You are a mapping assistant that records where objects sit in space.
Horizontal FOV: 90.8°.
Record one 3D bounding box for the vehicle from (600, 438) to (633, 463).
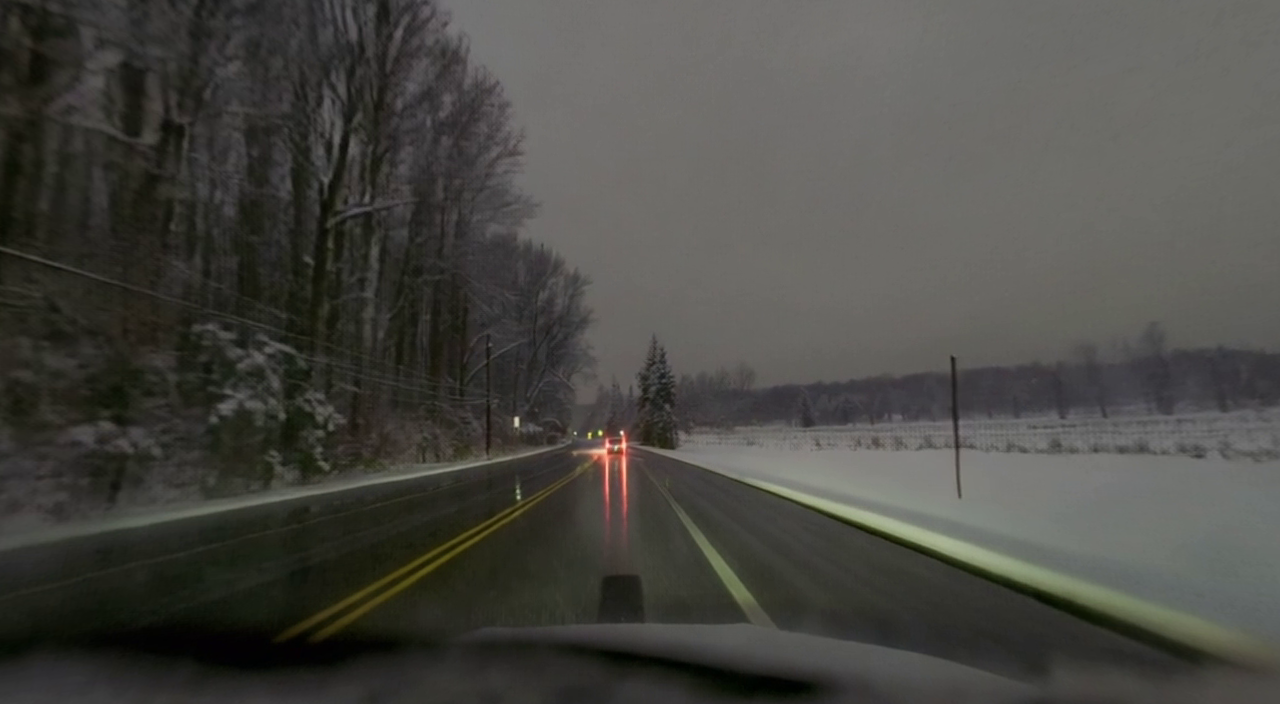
[{"bbox_3d":[-1.498,6.340,40.785,2.042,1.489,3.963,0,-8,-1],"label":"vehicle"}]
